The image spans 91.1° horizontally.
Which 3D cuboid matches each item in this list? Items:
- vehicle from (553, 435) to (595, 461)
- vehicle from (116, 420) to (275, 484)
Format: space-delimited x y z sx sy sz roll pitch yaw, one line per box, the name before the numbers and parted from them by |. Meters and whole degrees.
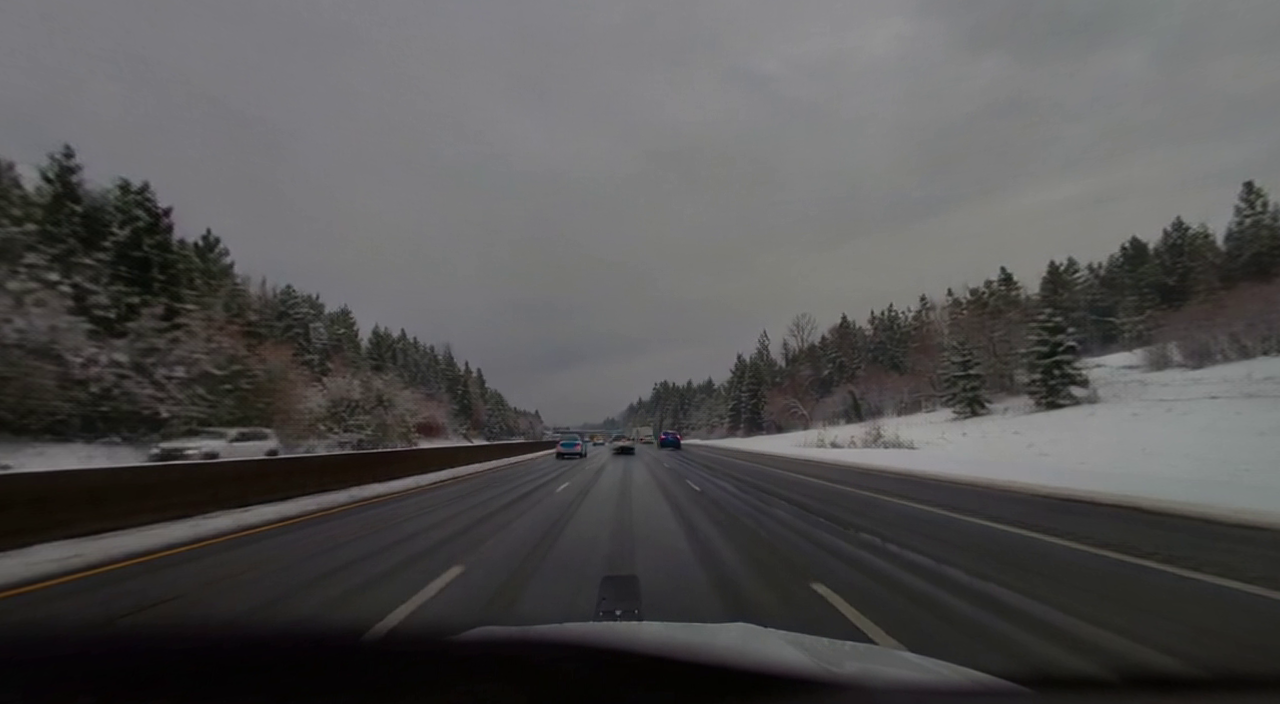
vehicle | -4.038 5.929 39.092 2.103 1.507 4.367 0 -8 0
vehicle | -19.973 4.524 28.853 2.331 2.541 6.872 0 -8 -1
